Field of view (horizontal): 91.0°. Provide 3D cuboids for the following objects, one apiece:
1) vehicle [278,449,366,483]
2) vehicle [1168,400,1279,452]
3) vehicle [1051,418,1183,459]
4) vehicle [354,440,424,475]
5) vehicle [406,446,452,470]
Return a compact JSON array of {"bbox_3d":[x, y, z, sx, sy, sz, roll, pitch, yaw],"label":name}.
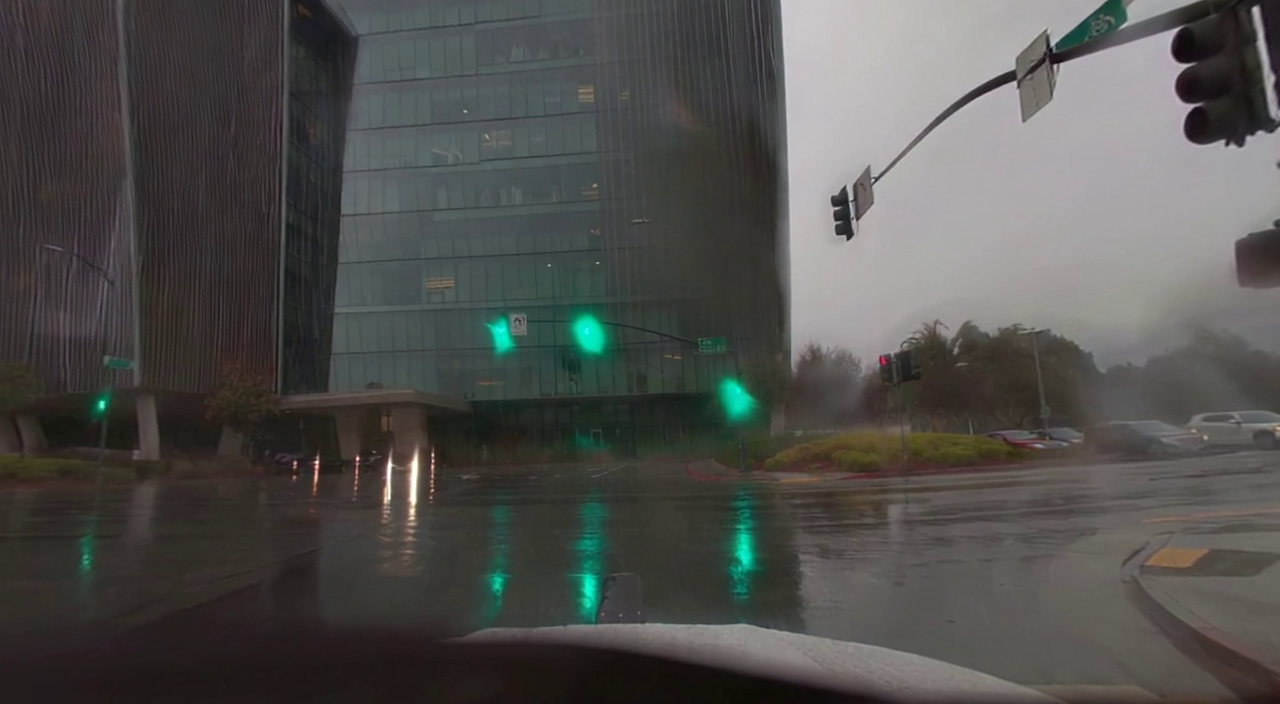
[{"bbox_3d":[-14.800,5.305,29.616,1.790,1.437,4.349,0,-9,2],"label":"vehicle"},{"bbox_3d":[24.413,3.027,25.164,2.109,1.836,5.080,-2,-10,-1],"label":"vehicle"},{"bbox_3d":[19.077,3.525,25.487,1.834,1.480,4.458,0,-9,0],"label":"vehicle"},{"bbox_3d":[-14.878,6.298,37.737,2.091,1.915,5.040,0,-9,0],"label":"vehicle"},{"bbox_3d":[-15.114,7.604,45.317,1.932,1.605,4.146,1,-9,-1],"label":"vehicle"}]
